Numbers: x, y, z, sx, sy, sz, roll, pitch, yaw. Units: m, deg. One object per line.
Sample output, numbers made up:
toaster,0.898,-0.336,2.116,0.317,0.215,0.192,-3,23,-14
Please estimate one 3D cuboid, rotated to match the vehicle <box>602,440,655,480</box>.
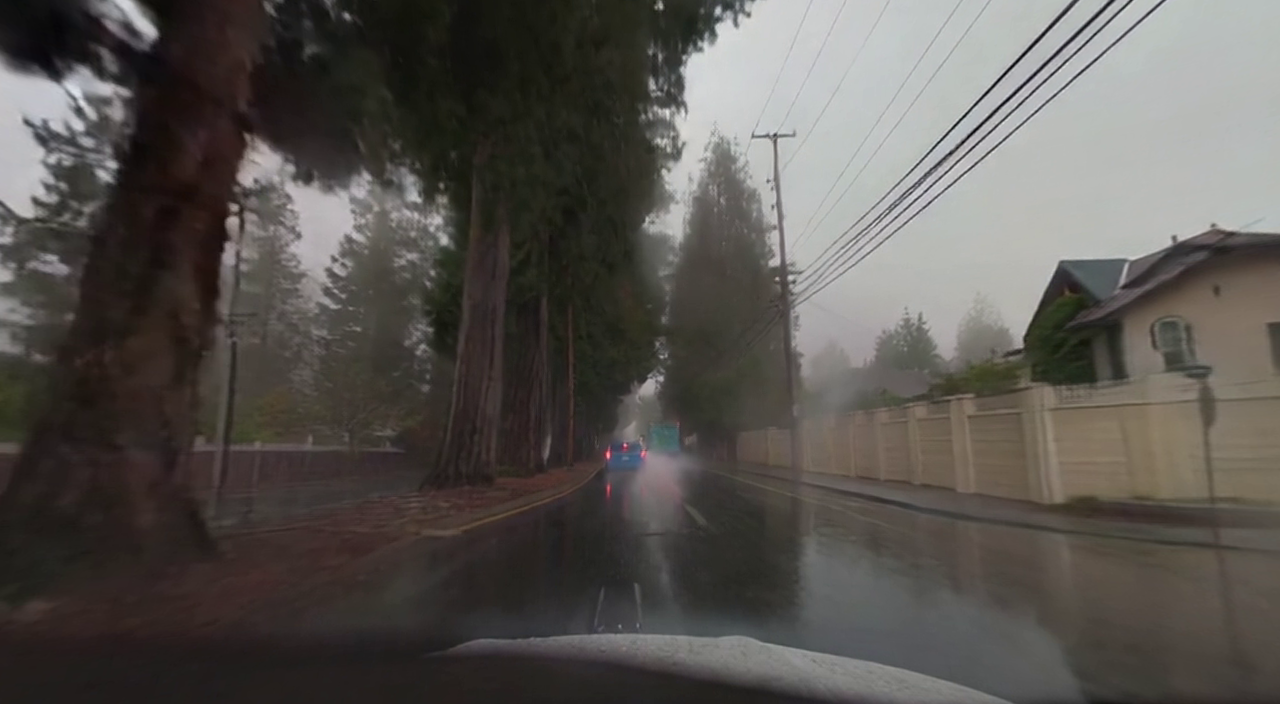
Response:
vehicle,-0.463,4.419,26.150,2.018,1.511,3.993,0,-8,-1
